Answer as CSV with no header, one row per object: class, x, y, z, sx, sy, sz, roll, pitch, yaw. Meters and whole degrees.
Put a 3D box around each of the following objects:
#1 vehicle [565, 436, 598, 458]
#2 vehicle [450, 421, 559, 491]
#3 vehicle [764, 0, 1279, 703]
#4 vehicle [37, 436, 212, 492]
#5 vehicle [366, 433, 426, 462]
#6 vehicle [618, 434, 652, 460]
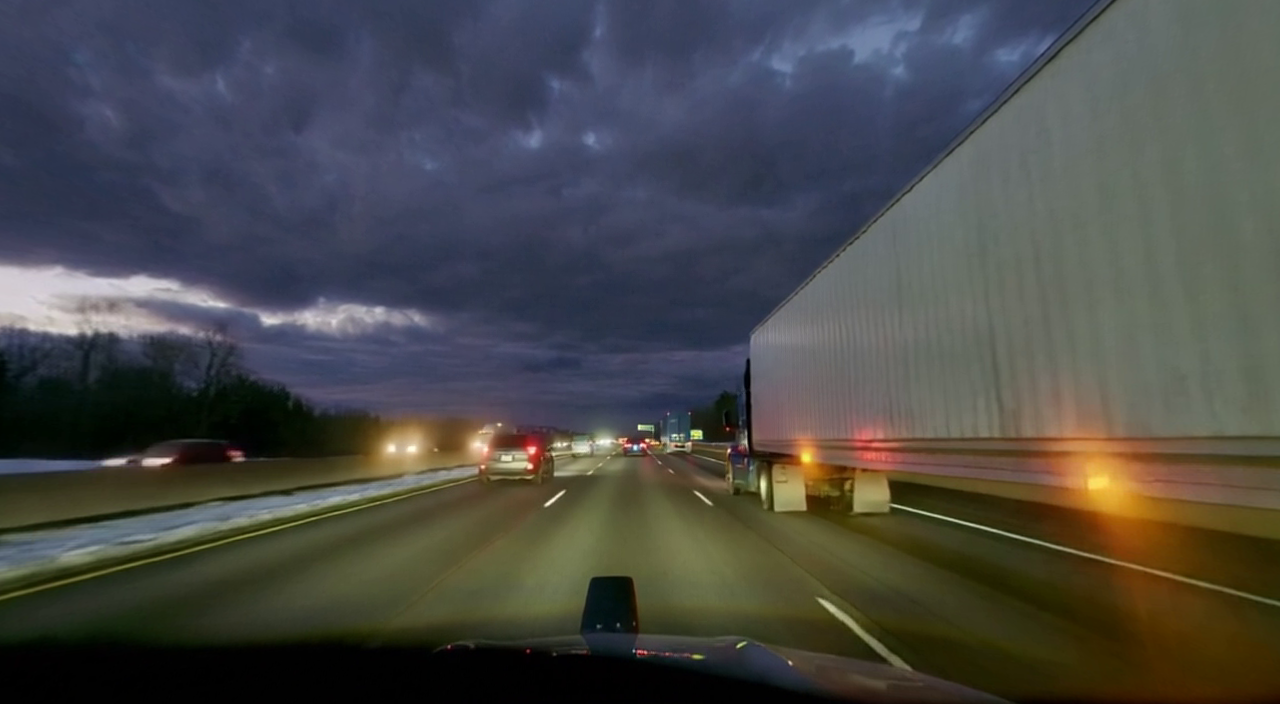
vehicle,-4.190,6.882,45.920,2.021,1.514,4.190,0,-8,0
vehicle,-3.563,2.814,17.468,2.054,1.671,4.445,0,-8,0
vehicle,3.786,-0.168,3.673,2.959,4.058,14.485,0,-8,-1
vehicle,-15.605,3.371,19.380,1.840,1.512,4.173,0,-8,0
vehicle,-15.938,6.245,41.340,2.066,1.729,4.770,0,-8,0
vehicle,-0.376,6.198,41.256,2.088,1.567,4.240,0,-8,-1
